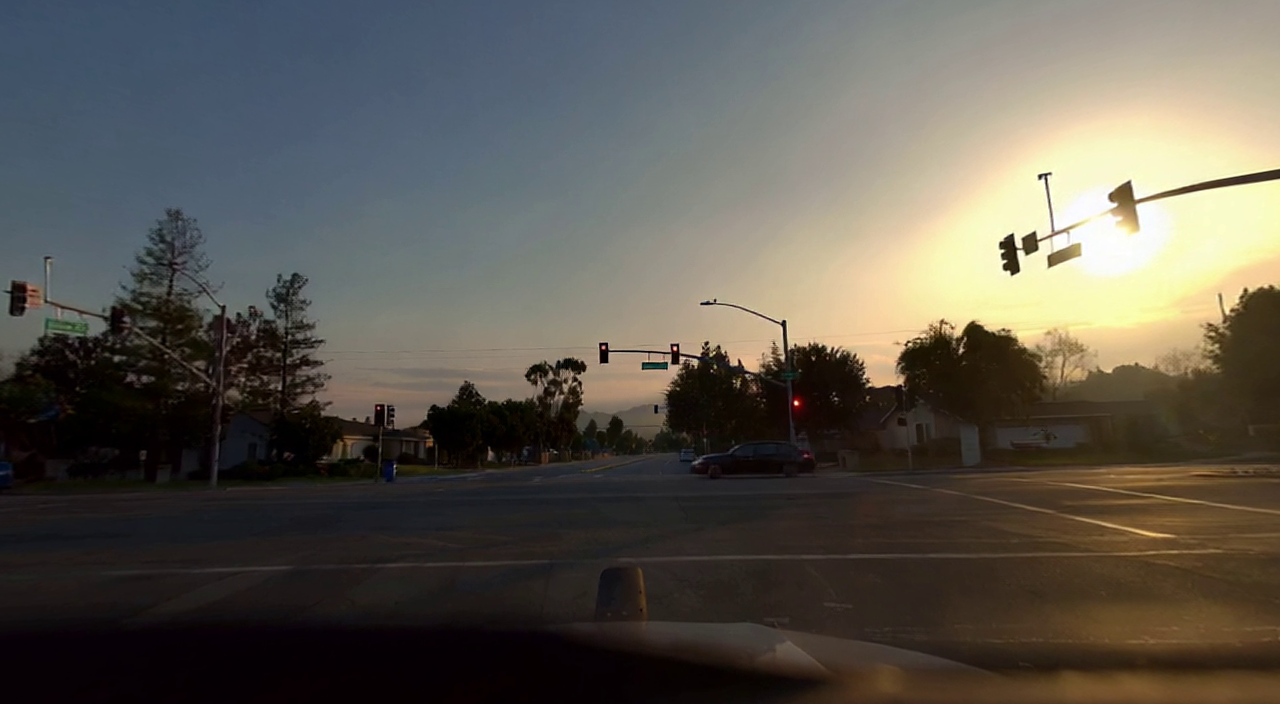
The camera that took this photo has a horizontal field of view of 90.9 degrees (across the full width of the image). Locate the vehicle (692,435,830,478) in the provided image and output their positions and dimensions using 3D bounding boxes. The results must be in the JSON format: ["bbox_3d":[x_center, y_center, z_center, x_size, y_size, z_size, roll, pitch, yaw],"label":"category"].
[{"bbox_3d":[4.253,3.741,22.724,4.562,1.460,1.822,0,-8,-1],"label":"vehicle"}]
